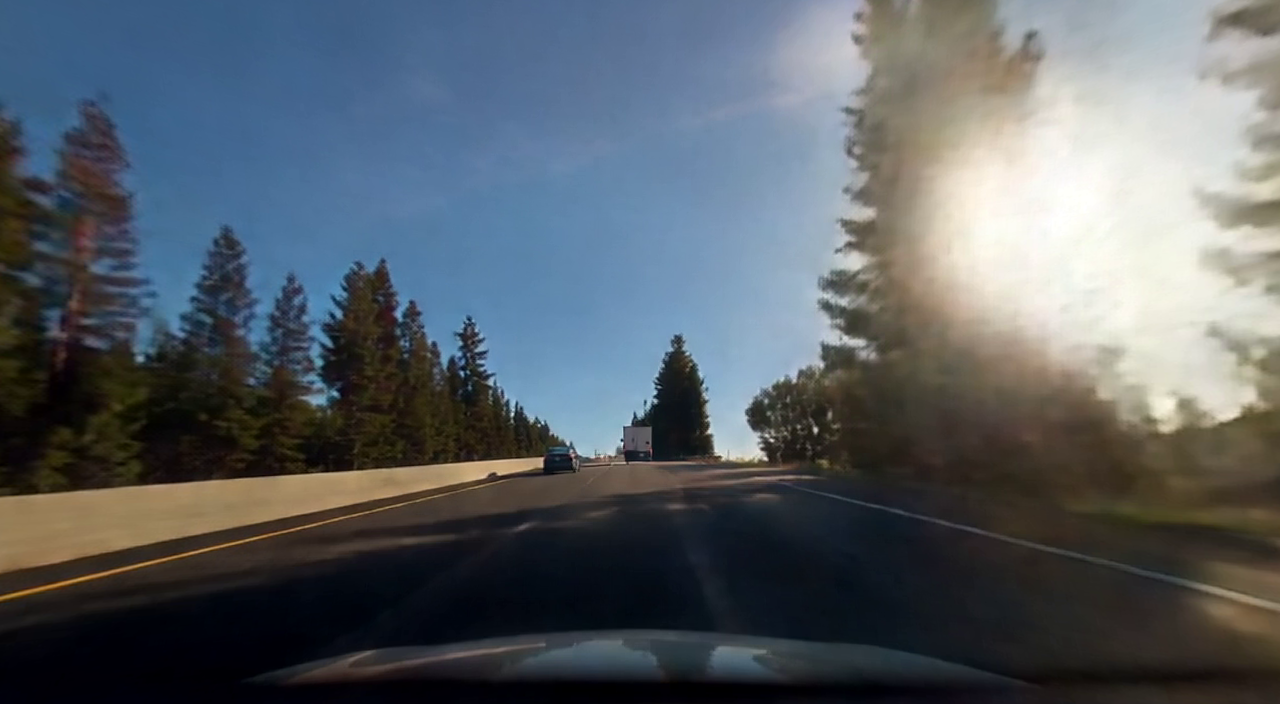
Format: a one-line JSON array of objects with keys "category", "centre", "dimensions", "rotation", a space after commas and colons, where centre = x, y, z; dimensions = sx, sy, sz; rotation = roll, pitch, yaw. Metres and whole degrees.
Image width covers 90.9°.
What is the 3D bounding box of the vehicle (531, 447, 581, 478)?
[{"category": "vehicle", "centre": [-4.265, 5.663, 32.589], "dimensions": [1.916, 1.506, 4.476], "rotation": [0, -9, 1]}]
